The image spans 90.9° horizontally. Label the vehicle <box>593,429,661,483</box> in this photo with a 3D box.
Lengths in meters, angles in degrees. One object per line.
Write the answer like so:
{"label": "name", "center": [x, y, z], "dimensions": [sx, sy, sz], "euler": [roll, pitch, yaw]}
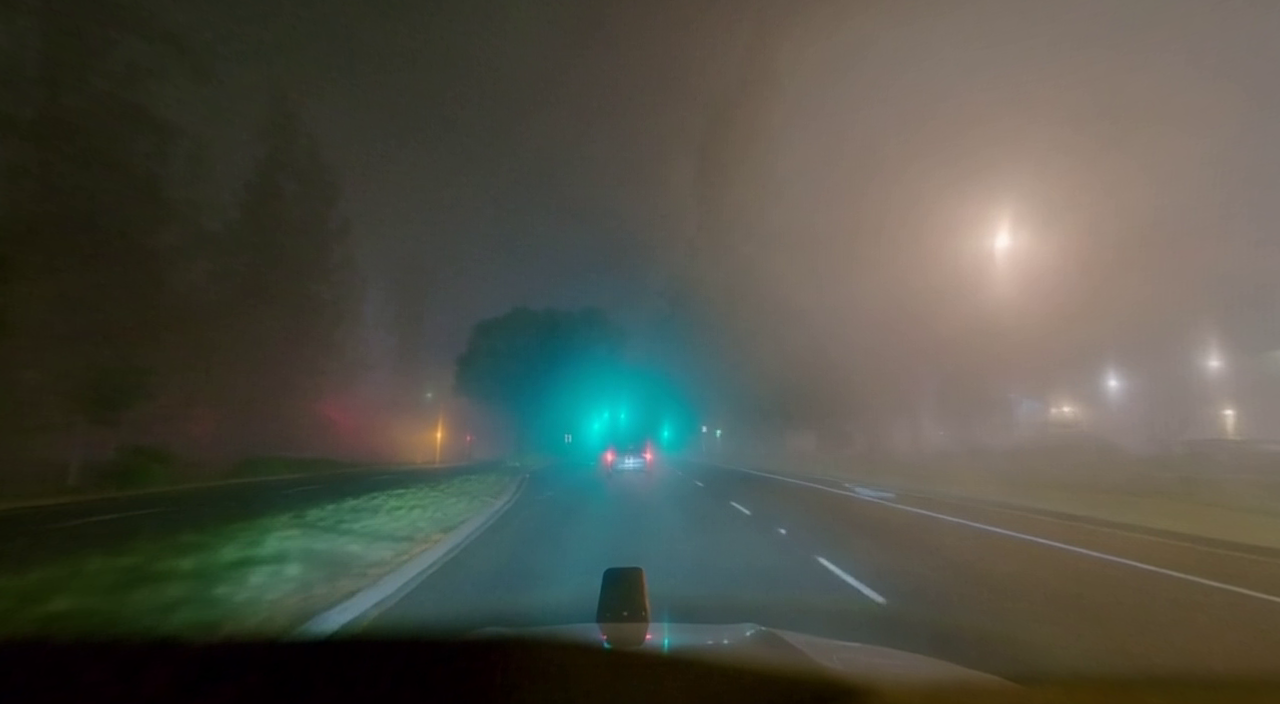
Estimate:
{"label": "vehicle", "center": [-0.456, 3.704, 22.652], "dimensions": [2.192, 1.734, 4.176], "euler": [0, -8, -1]}
